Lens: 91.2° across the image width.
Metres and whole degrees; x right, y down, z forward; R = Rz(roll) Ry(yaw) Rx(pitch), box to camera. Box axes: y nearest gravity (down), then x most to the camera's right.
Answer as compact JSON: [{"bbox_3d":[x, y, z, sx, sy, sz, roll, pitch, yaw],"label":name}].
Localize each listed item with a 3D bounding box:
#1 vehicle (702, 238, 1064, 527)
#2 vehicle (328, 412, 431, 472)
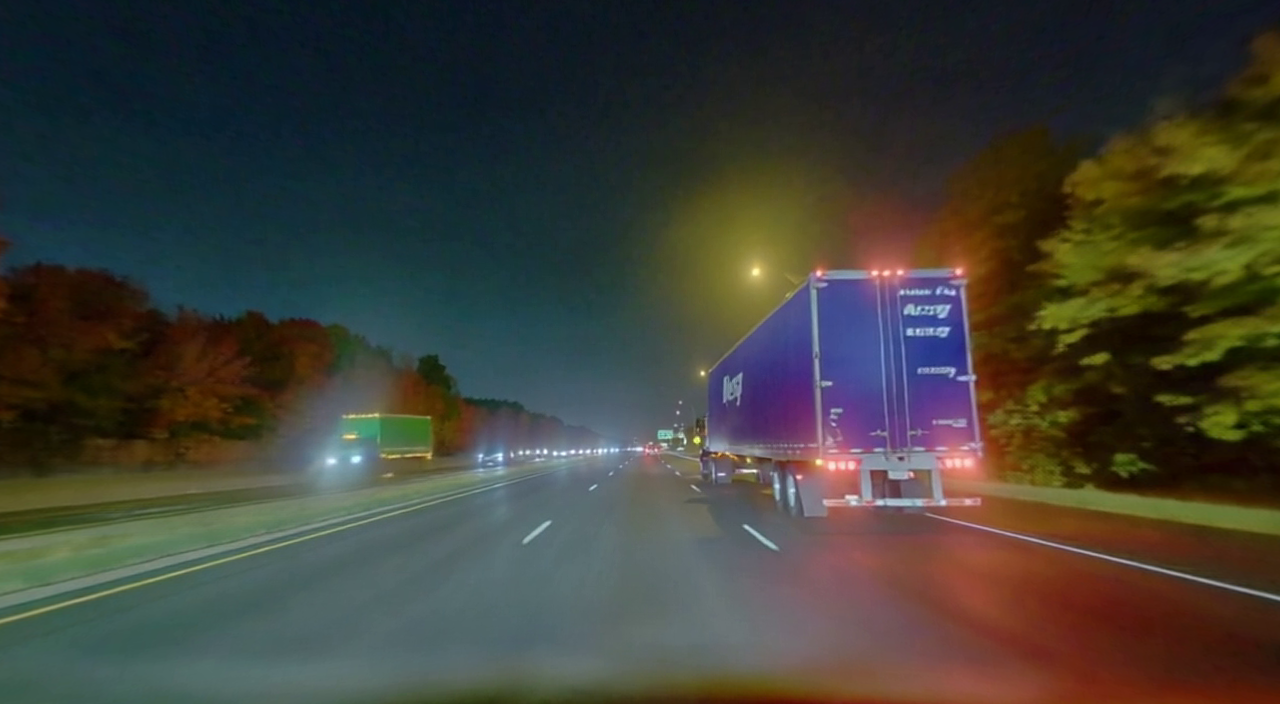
[{"bbox_3d":[4.005,1.620,16.717,3.003,3.880,16.814,0,-9,0],"label":"vehicle"},{"bbox_3d":[-19.284,6.857,47.454,2.995,4.004,10.610,0,-9,1],"label":"vehicle"}]
